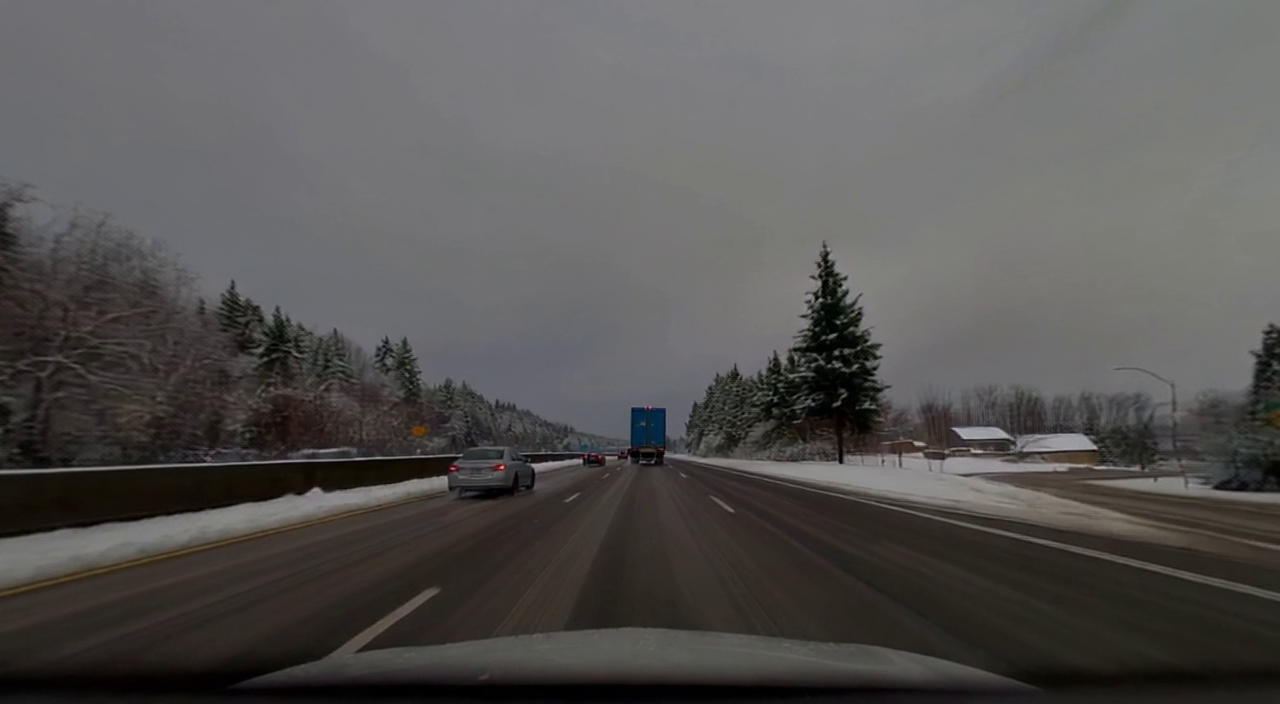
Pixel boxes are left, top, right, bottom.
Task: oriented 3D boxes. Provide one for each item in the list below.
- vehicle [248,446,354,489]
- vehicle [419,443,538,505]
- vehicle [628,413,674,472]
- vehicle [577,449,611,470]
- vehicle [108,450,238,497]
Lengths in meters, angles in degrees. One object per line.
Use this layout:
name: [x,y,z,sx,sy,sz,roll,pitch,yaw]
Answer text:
vehicle: [-12.262,4.185,23.084,1.741,1.429,3.684,0,-9,2]
vehicle: [-4.198,3.244,17.205,2.010,1.461,4.391,0,-9,1]
vehicle: [0.744,6.347,43.885,2.893,3.628,9.081,0,-9,1]
vehicle: [-3.296,7.785,45.929,1.981,1.435,4.199,0,-9,2]
vehicle: [-16.000,4.136,21.844,1.675,1.459,3.560,0,-9,1]
